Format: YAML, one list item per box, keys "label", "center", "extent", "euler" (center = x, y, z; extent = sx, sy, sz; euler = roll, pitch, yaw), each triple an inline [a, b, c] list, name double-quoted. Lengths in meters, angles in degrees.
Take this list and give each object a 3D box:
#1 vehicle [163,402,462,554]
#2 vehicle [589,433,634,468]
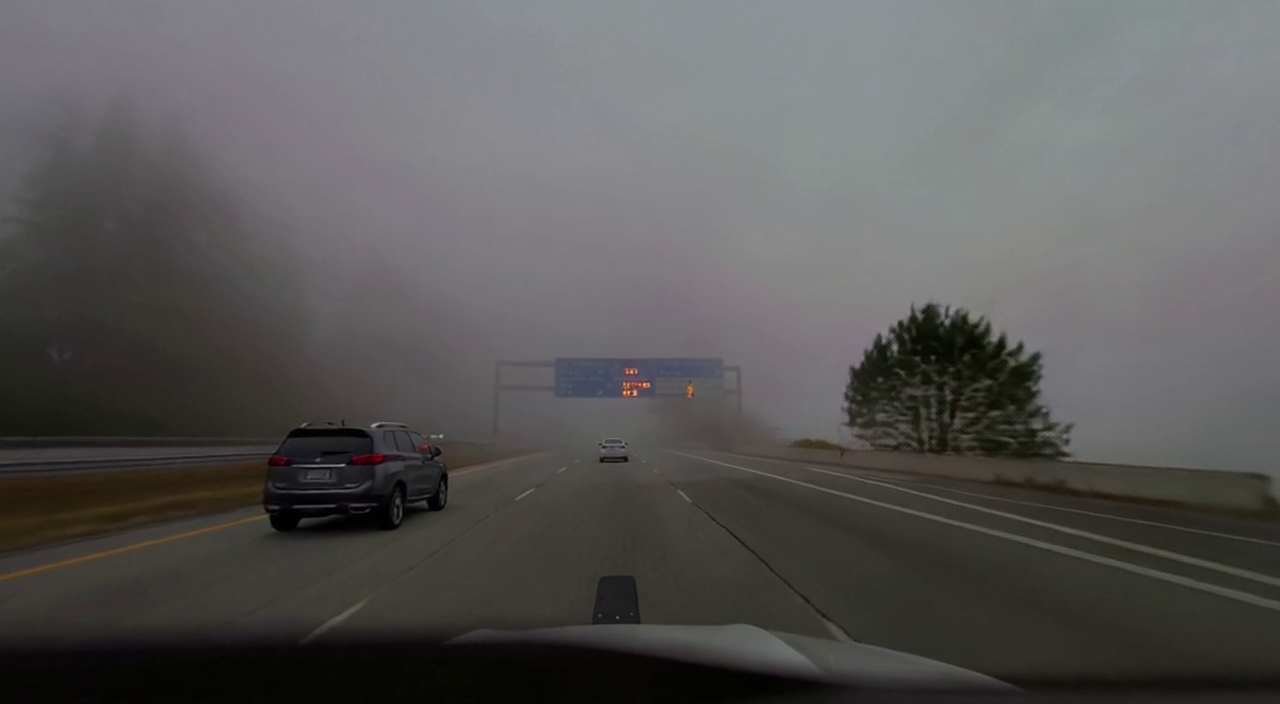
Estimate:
- label: "vehicle"
  center: [-4.327, 1.722, 9.395]
  extent: [2.111, 1.689, 4.505]
  euler: [0, -8, -1]
- label: "vehicle"
  center: [-1.341, 4.652, 29.964]
  extent: [2.010, 1.534, 4.013]
  euler: [0, -8, -2]
